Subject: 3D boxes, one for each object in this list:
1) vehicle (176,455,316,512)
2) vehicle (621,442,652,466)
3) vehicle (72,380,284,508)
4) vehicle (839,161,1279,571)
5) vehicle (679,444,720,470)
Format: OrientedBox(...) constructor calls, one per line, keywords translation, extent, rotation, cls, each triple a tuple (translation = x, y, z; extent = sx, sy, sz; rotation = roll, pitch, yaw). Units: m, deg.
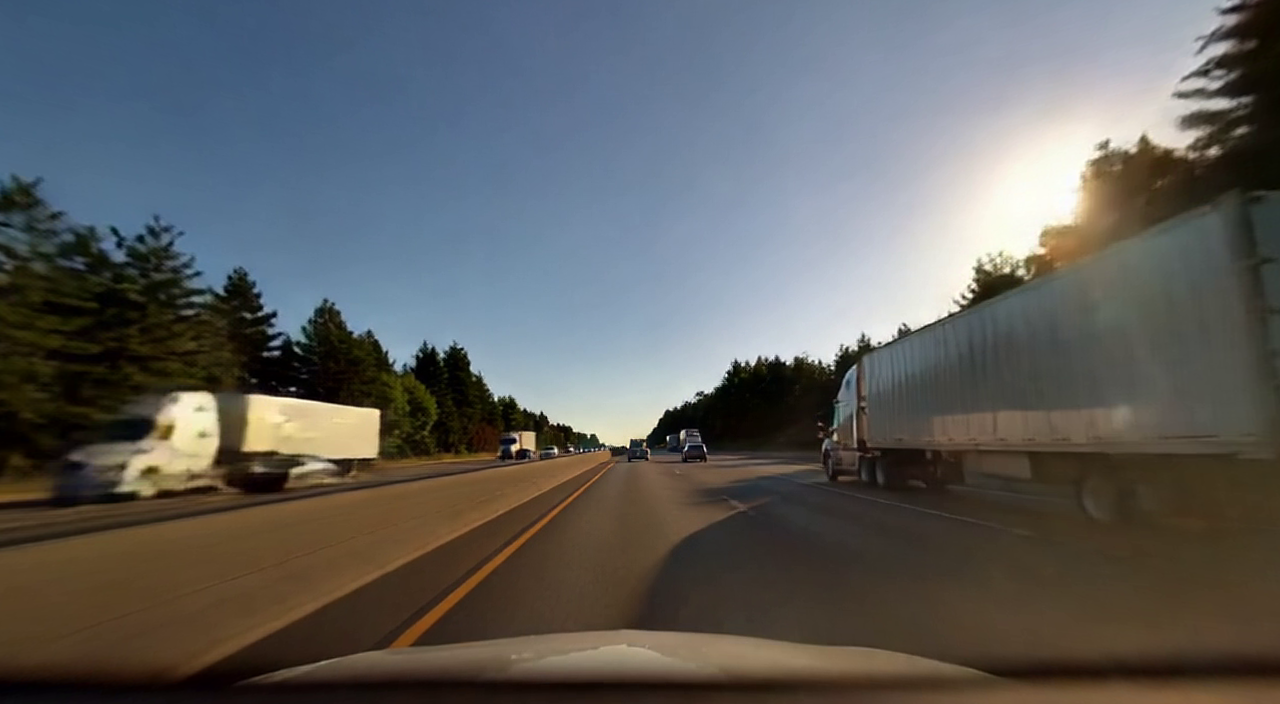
OrientedBox(translation=(-12.338, 4.093, 20.025), extent=(1.862, 1.549, 3.996), rotation=(0, -9, 0), cls="vehicle")
OrientedBox(translation=(-0.265, 7.497, 46.337), extent=(2.114, 1.706, 4.106), rotation=(0, -9, 0), cls="vehicle")
OrientedBox(translation=(-16.666, 3.418, 23.422), extent=(2.998, 4.091, 6.130), rotation=(0, -9, 0), cls="vehicle")
OrientedBox(translation=(7.818, 1.026, 12.106), extent=(3.044, 4.073, 14.016), rotation=(0, -9, -1), cls="vehicle")
OrientedBox(translation=(3.627, 6.502, 39.112), extent=(2.025, 1.534, 4.179), rotation=(0, -9, -1), cls="vehicle")
